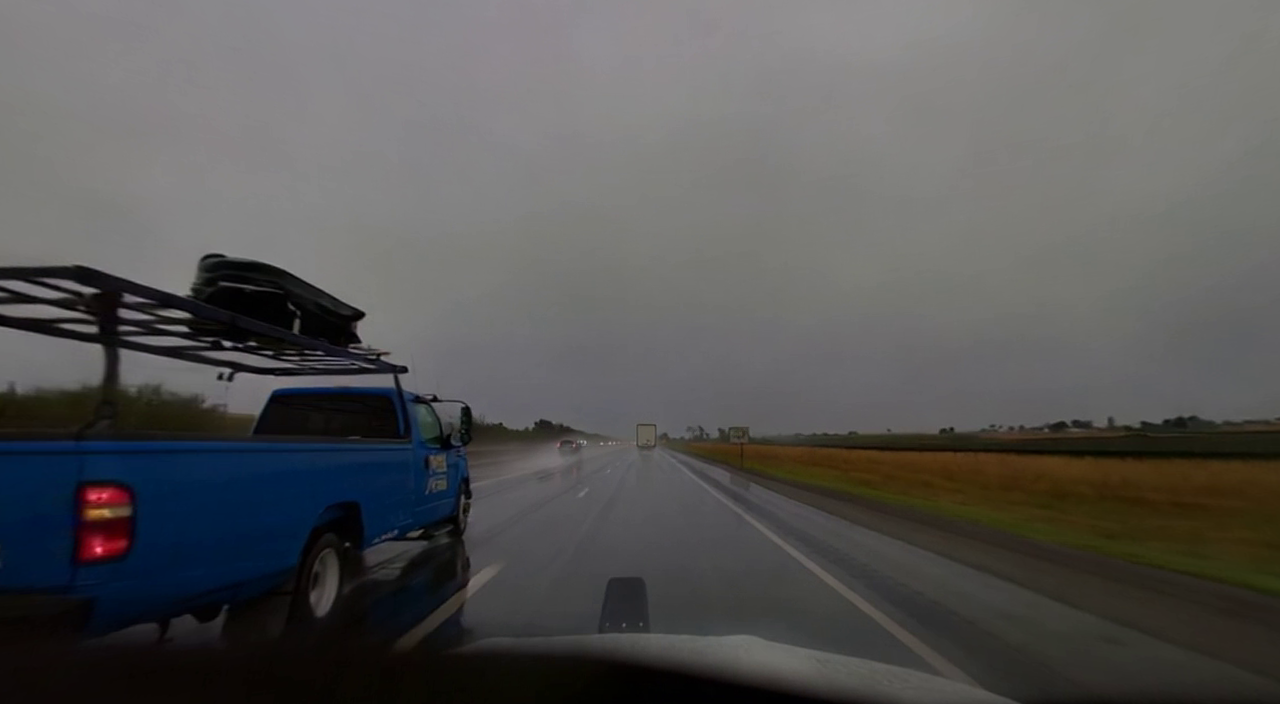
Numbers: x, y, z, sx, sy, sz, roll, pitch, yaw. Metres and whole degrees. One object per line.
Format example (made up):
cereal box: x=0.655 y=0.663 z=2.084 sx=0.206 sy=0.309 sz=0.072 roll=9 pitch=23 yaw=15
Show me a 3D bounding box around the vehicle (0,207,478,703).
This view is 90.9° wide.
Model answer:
vehicle: x=-3.775 y=1.066 z=5.676 sx=2.791 sy=2.330 sz=6.725 roll=0 pitch=-8 yaw=0
